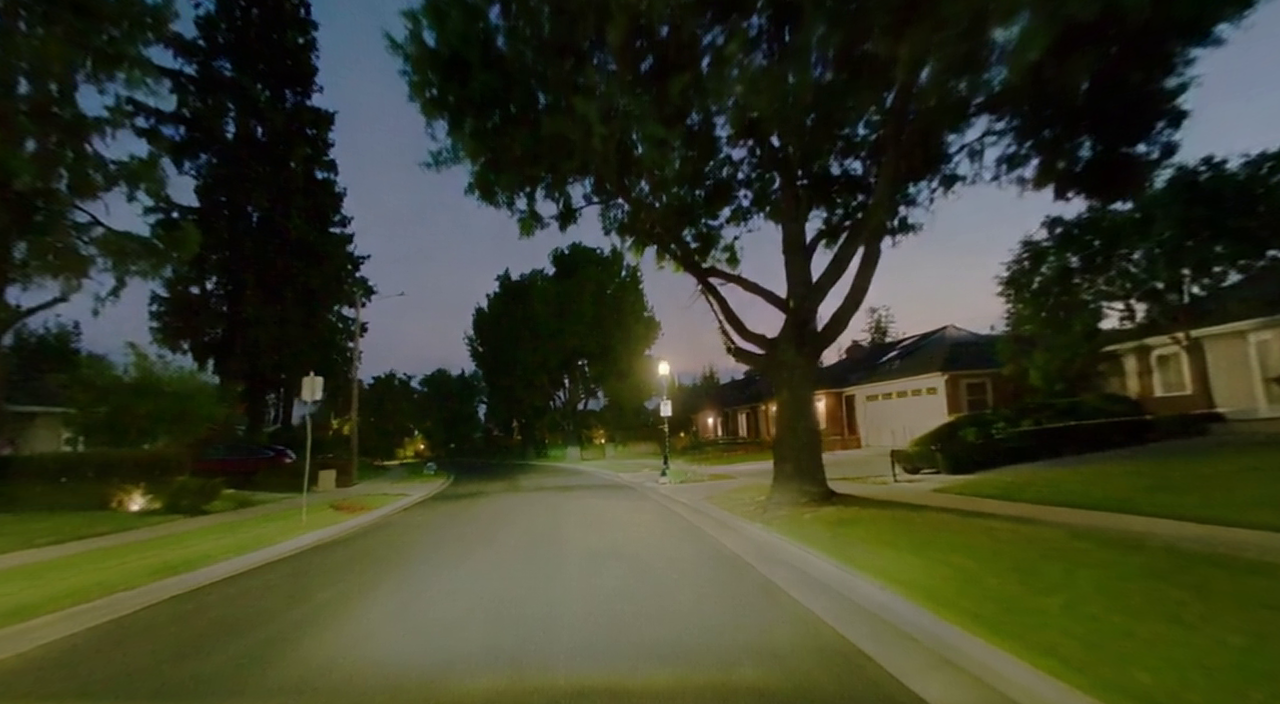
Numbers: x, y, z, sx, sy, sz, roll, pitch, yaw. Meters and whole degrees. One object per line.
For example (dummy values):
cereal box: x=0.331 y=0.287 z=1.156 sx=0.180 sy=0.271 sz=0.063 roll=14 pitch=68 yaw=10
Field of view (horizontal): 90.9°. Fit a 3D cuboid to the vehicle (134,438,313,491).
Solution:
vehicle: x=-13.635 y=3.699 z=20.885 sx=4.471 sy=1.638 sz=1.877 roll=1 pitch=-8 yaw=-6
